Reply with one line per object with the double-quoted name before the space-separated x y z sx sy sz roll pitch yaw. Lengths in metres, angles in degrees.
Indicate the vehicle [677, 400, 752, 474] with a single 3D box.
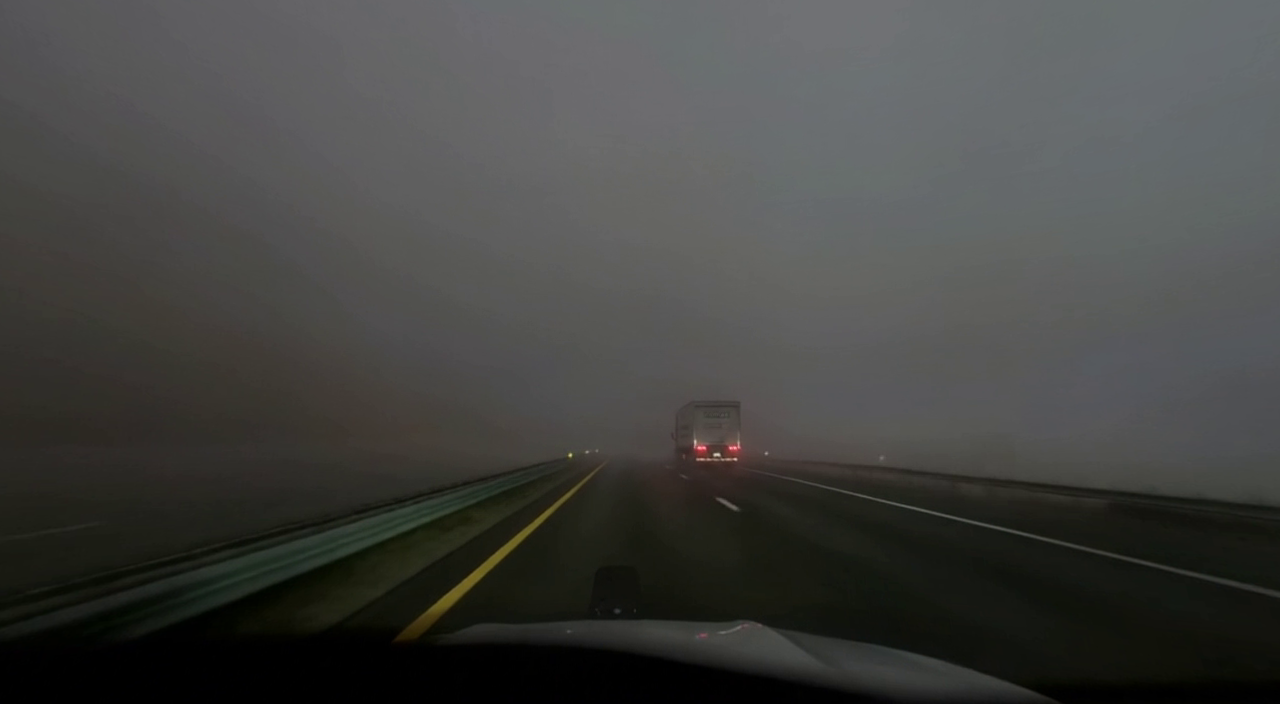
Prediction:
"vehicle" 3.480 4.225 31.192 2.702 3.193 7.196 -1 -8 -1
